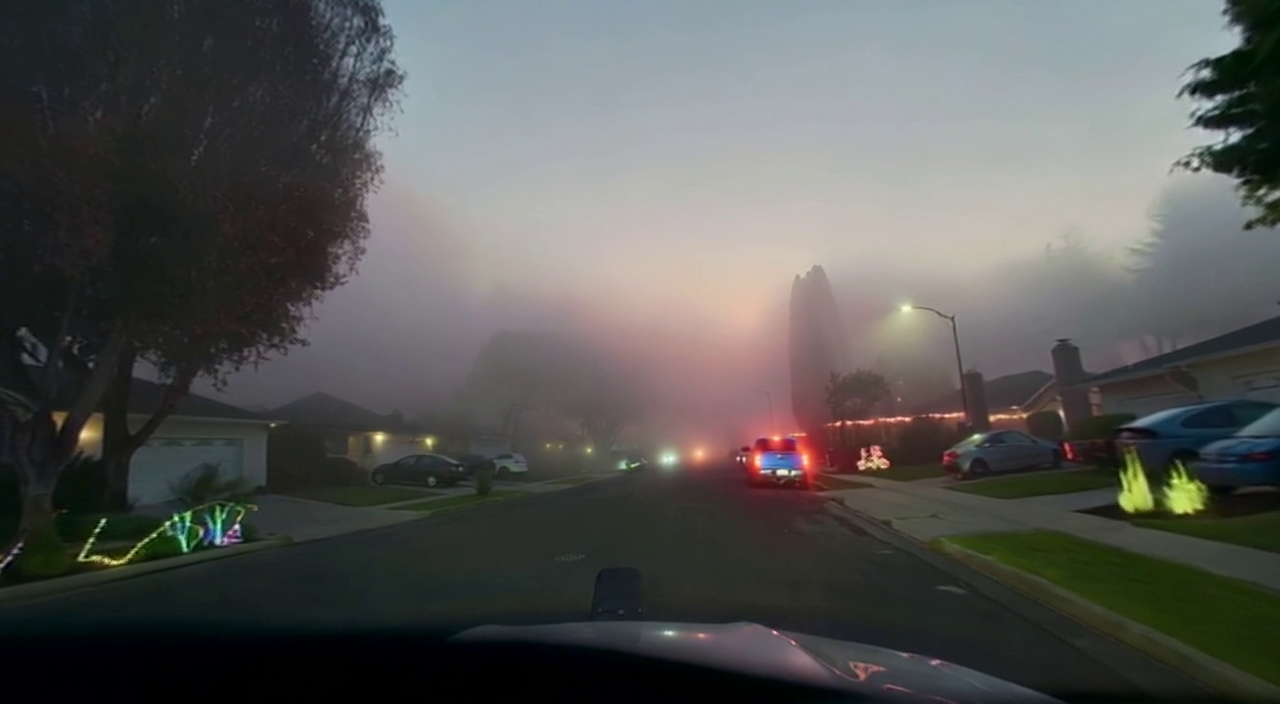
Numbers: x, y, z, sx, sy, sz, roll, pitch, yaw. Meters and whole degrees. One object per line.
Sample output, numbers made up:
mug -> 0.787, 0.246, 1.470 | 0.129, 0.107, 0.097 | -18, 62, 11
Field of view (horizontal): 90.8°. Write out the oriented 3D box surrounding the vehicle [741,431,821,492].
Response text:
vehicle -> 5.266, 4.059, 23.873 | 2.552, 2.024, 5.414 | -2, -8, 11

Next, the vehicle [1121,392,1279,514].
vehicle -> 10.264, 1.275, 9.268 | 4.554, 1.515, 1.858 | -9, -10, 11

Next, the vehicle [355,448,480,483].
vehicle -> -9.845, 5.028, 28.144 | 4.916, 1.485, 1.807 | -1, -8, 6
